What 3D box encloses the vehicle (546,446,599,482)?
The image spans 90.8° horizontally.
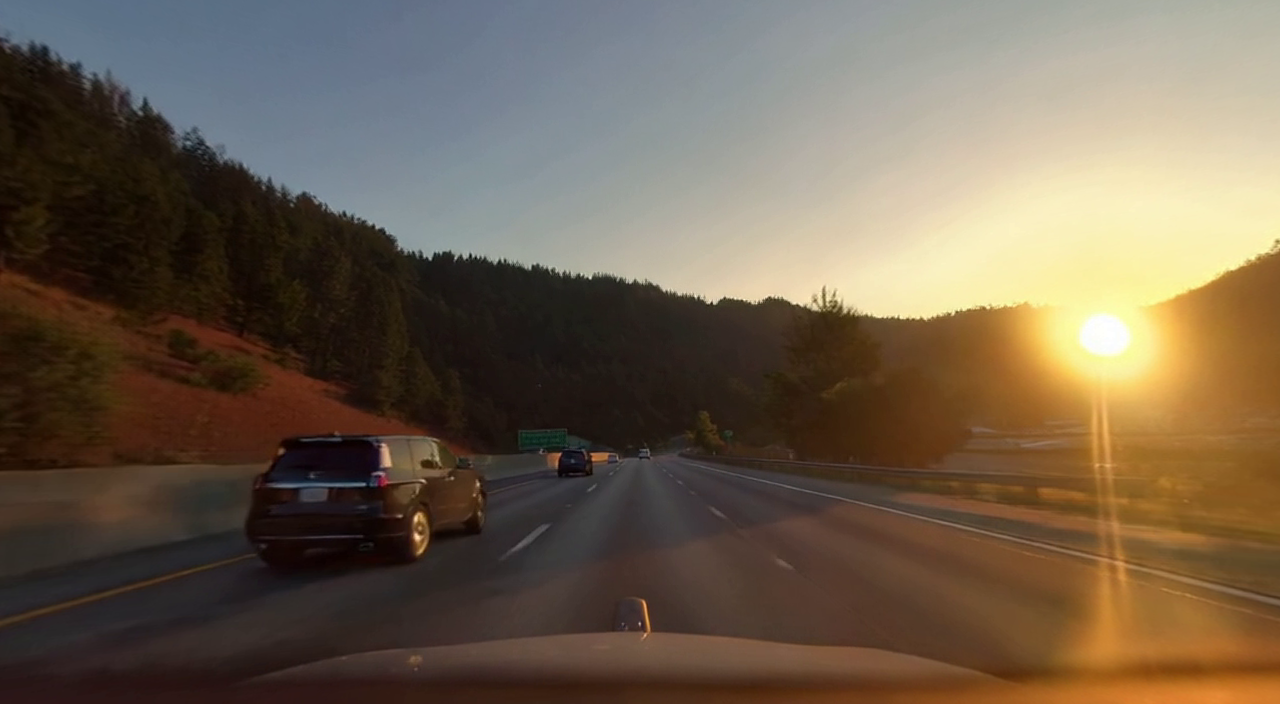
[{"bbox_3d":[-3.038,5.125,29.101,1.944,1.548,4.051,0,-9,1],"label":"vehicle"}]

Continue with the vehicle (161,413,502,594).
[{"bbox_3d":[-3.477,1.819,8.429,2.147,1.708,4.630,0,-9,1],"label":"vehicle"}]
